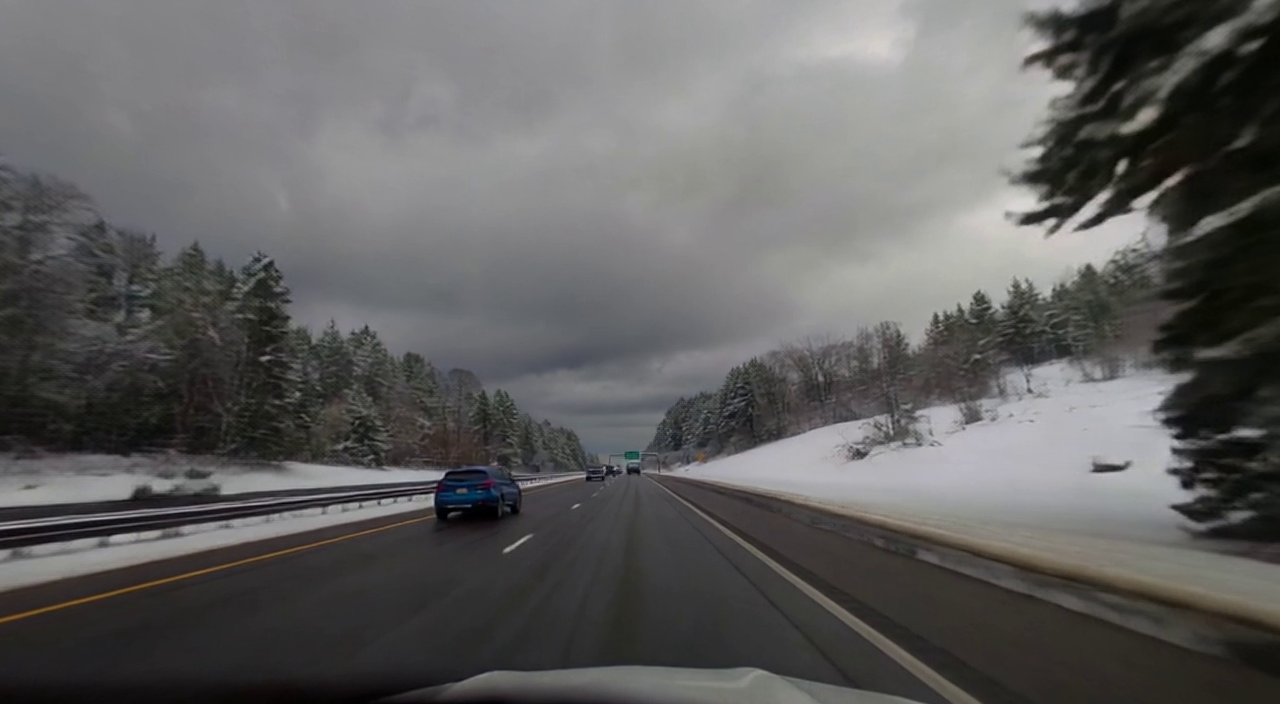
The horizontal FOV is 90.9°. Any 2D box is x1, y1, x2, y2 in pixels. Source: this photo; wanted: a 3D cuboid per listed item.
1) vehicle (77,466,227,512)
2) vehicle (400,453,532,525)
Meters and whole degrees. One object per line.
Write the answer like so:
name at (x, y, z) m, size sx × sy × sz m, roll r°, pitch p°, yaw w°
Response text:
vehicle at (-17.526, 4.915, 22.954) m, size 1.848 × 1.458 × 4.489 m, roll 1°, pitch -11°, yaw 0°
vehicle at (-4.259, 3.467, 16.300) m, size 2.040 × 1.525 × 4.603 m, roll 1°, pitch -11°, yaw 1°
